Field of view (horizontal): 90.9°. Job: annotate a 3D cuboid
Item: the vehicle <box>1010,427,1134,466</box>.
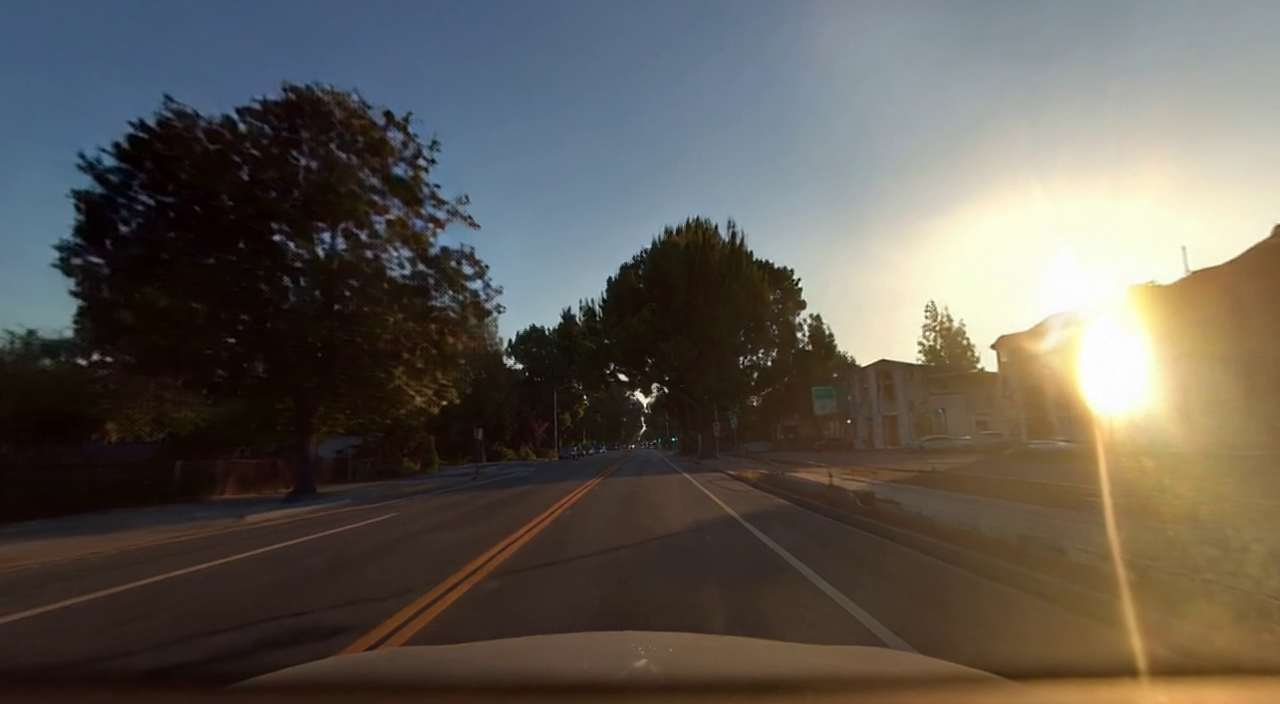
[{"bbox_3d":[20.216,4.452,29.658,4.151,1.730,2.131,0,-9,3],"label":"vehicle"}]
